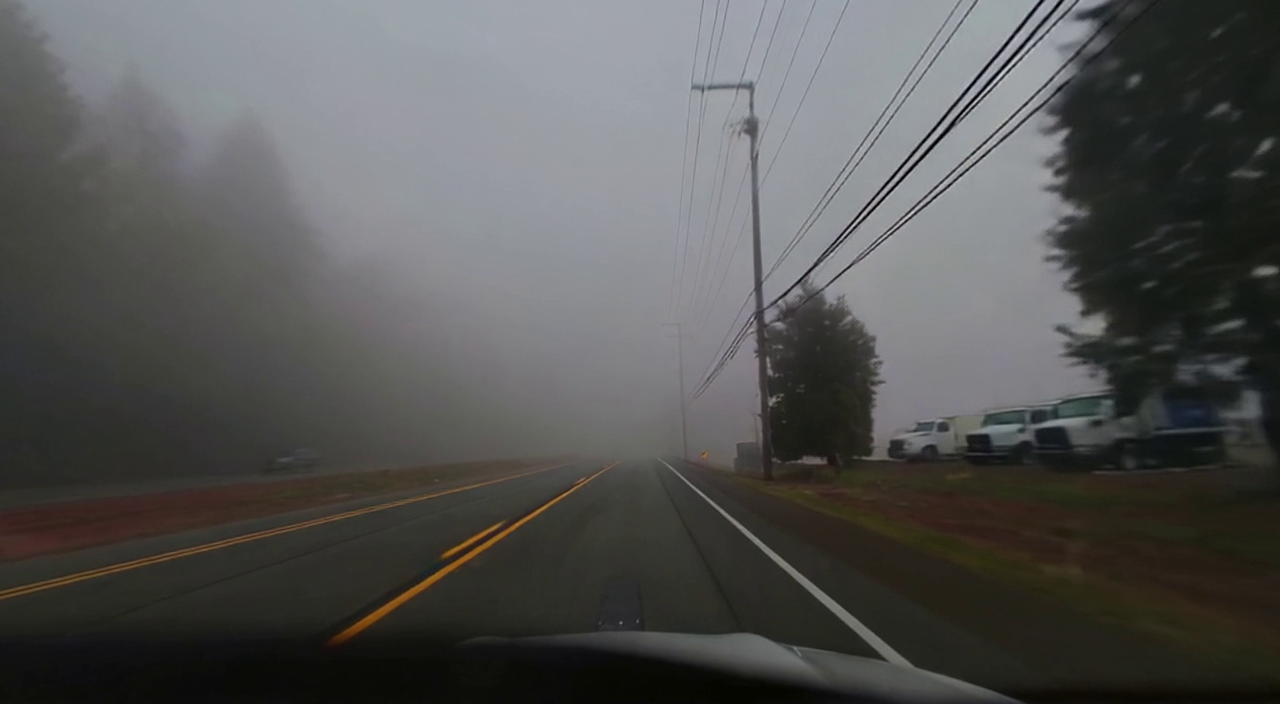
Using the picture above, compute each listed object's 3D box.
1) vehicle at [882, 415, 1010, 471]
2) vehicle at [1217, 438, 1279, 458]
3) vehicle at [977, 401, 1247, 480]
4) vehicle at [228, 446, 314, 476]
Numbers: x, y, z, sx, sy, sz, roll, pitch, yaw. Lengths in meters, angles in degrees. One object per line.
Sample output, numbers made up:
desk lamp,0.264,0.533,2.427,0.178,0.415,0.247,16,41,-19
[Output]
vehicle,15.572,4.736,32.781,2.923,2.494,7.148,-1,-8,-1
vehicle,47.636,7.427,48.773,1.829,1.494,4.579,0,-9,6
vehicle,15.746,3.170,22.211,3.199,2.263,8.199,0,-9,0
vehicle,-24.951,7.364,42.908,2.240,1.879,5.771,0,-9,1
